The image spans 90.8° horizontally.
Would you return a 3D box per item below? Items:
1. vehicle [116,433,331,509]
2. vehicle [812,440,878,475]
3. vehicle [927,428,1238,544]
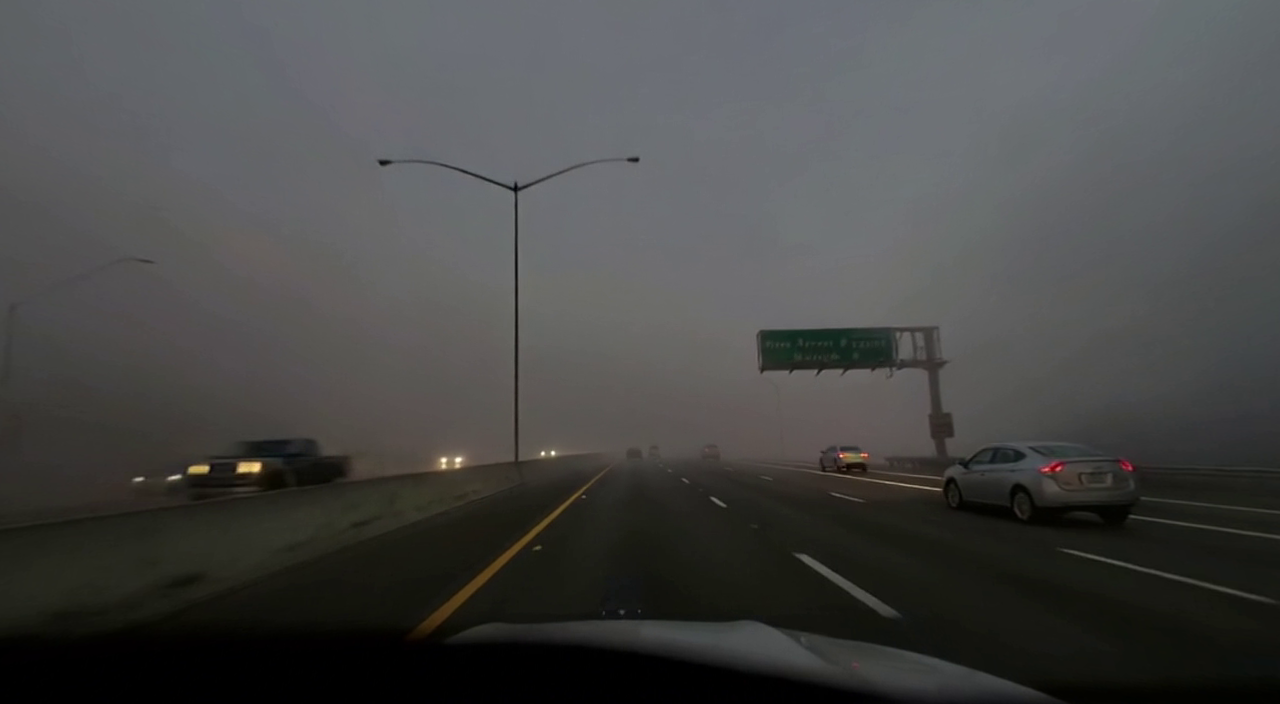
[{"bbox_3d":[-9.672,2.780,15.289,2.073,1.518,4.635,0,-8,0],"label":"vehicle"},{"bbox_3d":[10.907,5.604,33.954,2.068,1.680,4.361,-1,-8,0],"label":"vehicle"},{"bbox_3d":[7.109,2.171,10.992,1.901,1.548,4.684,0,-8,-2],"label":"vehicle"}]
